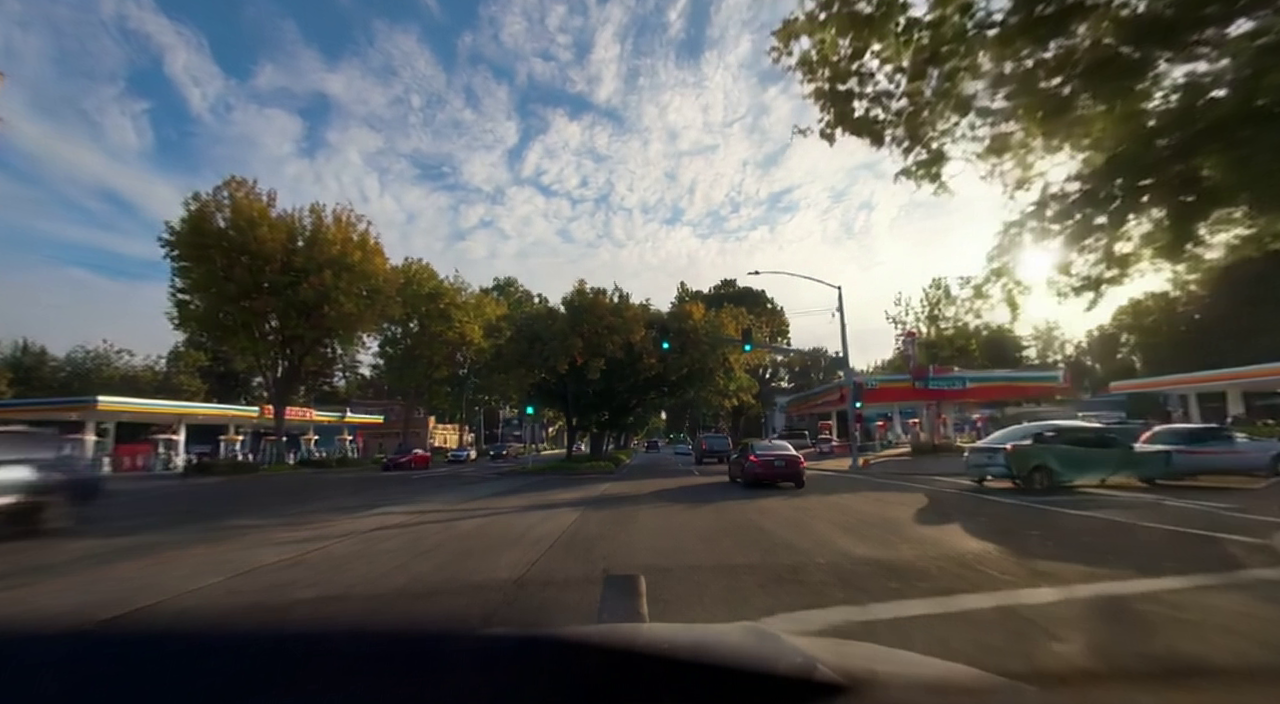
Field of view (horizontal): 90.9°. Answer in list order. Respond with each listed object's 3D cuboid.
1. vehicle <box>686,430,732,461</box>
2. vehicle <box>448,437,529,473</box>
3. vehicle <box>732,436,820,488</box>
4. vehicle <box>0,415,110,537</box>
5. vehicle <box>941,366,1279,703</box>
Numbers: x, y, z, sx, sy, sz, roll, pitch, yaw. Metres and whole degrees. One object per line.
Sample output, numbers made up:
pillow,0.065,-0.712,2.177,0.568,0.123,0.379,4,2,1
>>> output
vehicle,4.776,6.579,44.313,2.611,1.983,5.165,0,-8,0
vehicle,-7.673,5.264,32.532,2.842,1.476,4.980,-3,-7,1
vehicle,4.119,3.386,19.783,1.871,1.442,4.122,0,-8,0
vehicle,-11.261,1.944,9.778,2.416,1.903,4.339,0,-7,-3
vehicle,3.819,1.006,3.546,1.875,1.665,4.931,0,-8,1
